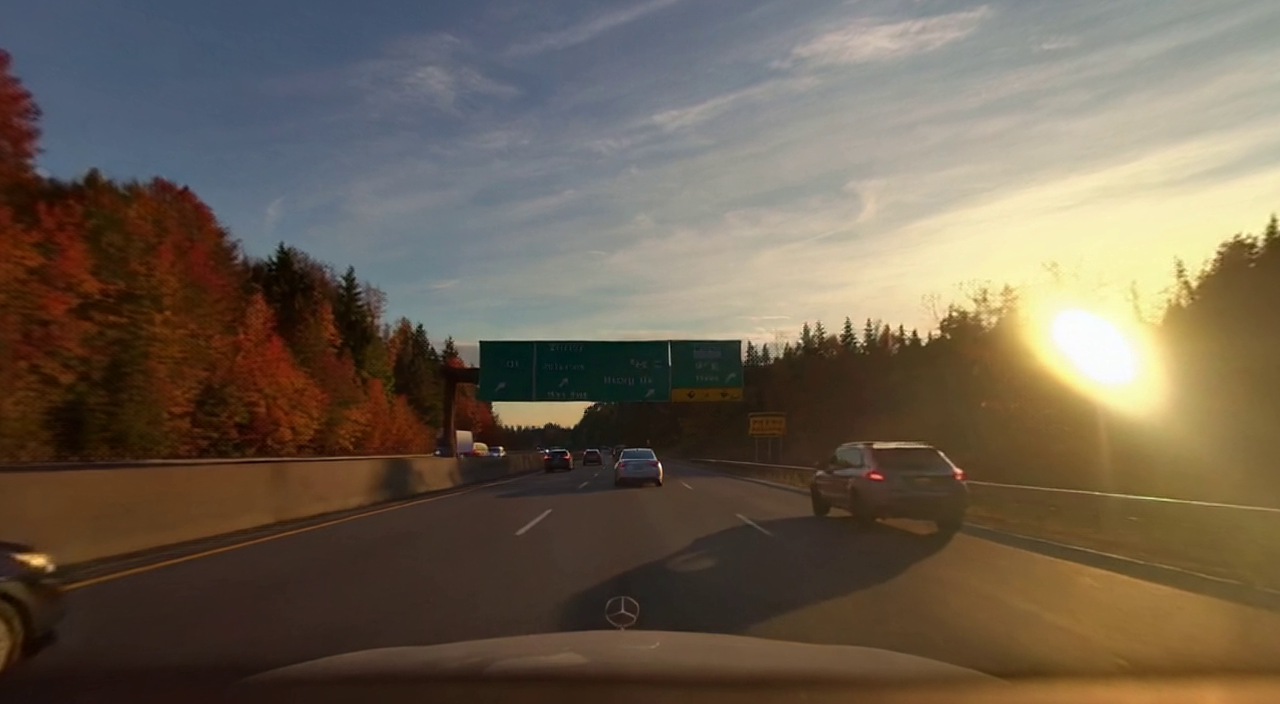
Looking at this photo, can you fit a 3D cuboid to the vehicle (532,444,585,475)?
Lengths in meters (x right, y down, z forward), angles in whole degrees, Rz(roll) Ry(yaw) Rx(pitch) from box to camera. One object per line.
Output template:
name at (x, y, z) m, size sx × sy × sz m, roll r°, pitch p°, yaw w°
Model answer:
vehicle at (-4.701, 6.279, 36.679) m, size 2.545 × 1.679 × 4.267 m, roll 0°, pitch -9°, yaw 0°

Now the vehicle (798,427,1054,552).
vehicle at (4.232, 2.100, 10.278) m, size 2.035 × 1.571 × 4.413 m, roll 0°, pitch -9°, yaw -1°

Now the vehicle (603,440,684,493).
vehicle at (0.066, 4.027, 22.305) m, size 2.634 × 1.679 × 4.070 m, roll 0°, pitch -9°, yaw -1°
